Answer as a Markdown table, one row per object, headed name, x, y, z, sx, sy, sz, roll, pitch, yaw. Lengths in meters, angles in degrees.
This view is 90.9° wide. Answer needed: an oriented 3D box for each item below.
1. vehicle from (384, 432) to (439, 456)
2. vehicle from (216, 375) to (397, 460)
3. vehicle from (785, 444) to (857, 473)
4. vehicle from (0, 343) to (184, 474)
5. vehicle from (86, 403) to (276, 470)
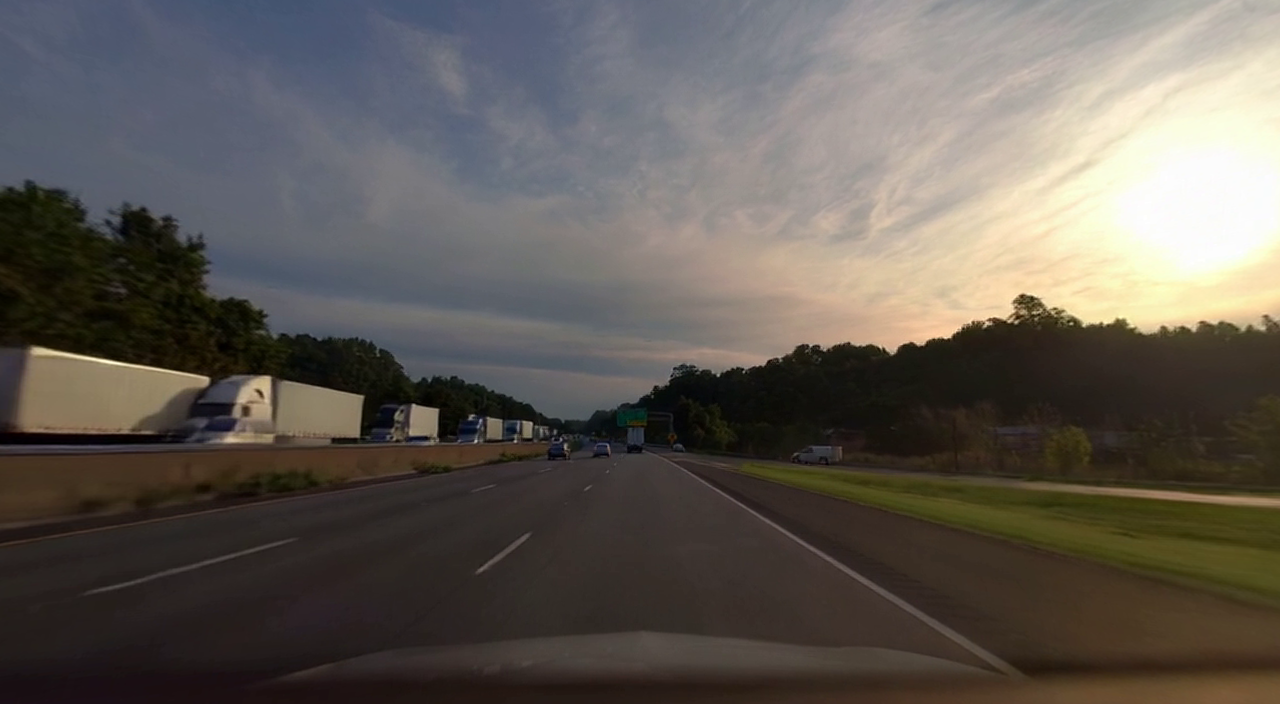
| name | x | y | z | sx | sy | sz | roll | pitch | yaw |
| --- | --- | --- | --- | --- | --- | --- | --- | --- | --- |
| vehicle | -14.455 | 5.882 | 40.177 | 1.915 | 1.479 | 4.154 | 0 | -9 | 1 |
| vehicle | -18.552 | 4.188 | 36.979 | 2.787 | 3.985 | 14.192 | 0 | -9 | 0 |
| vehicle | 11.574 | 6.852 | 40.616 | 2.080 | 1.725 | 4.252 | 7 | -11 | -26 |
| vehicle | -18.804 | 1.851 | 19.210 | 2.774 | 3.524 | 9.153 | 0 | -9 | 1 |
| vehicle | -14.022 | 2.705 | 19.799 | 2.133 | 1.816 | 5.142 | 0 | -9 | -1 |
